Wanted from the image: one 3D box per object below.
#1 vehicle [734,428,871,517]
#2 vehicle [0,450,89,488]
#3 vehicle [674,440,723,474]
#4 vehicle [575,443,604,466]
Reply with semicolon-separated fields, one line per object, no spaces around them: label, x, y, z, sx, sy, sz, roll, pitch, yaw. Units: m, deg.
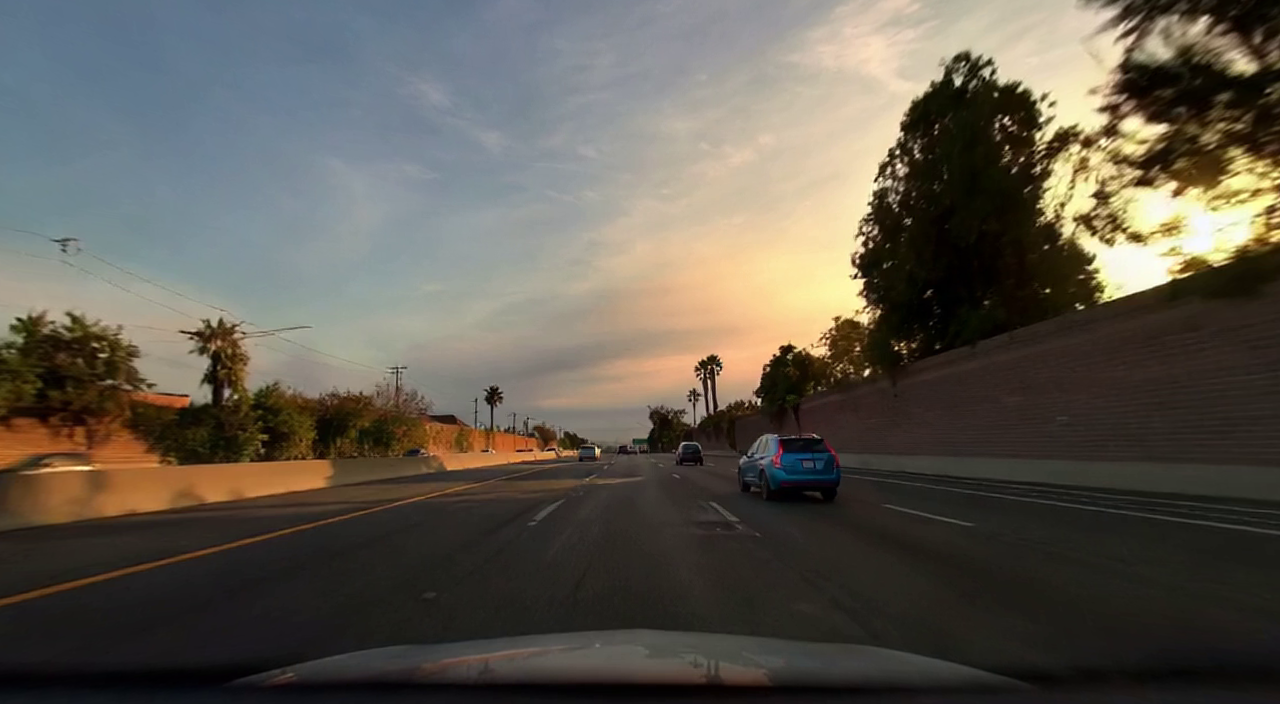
vehicle;3.443;2.637;14.345;1.910;1.696;4.187;0;-8;-1
vehicle;-31.568;5.962;32.513;1.992;1.770;4.905;0;-9;2
vehicle;3.053;5.579;33.784;2.045;1.688;4.313;0;-9;-2
vehicle;-3.783;7.774;48.066;1.858;1.632;4.138;0;-9;0
